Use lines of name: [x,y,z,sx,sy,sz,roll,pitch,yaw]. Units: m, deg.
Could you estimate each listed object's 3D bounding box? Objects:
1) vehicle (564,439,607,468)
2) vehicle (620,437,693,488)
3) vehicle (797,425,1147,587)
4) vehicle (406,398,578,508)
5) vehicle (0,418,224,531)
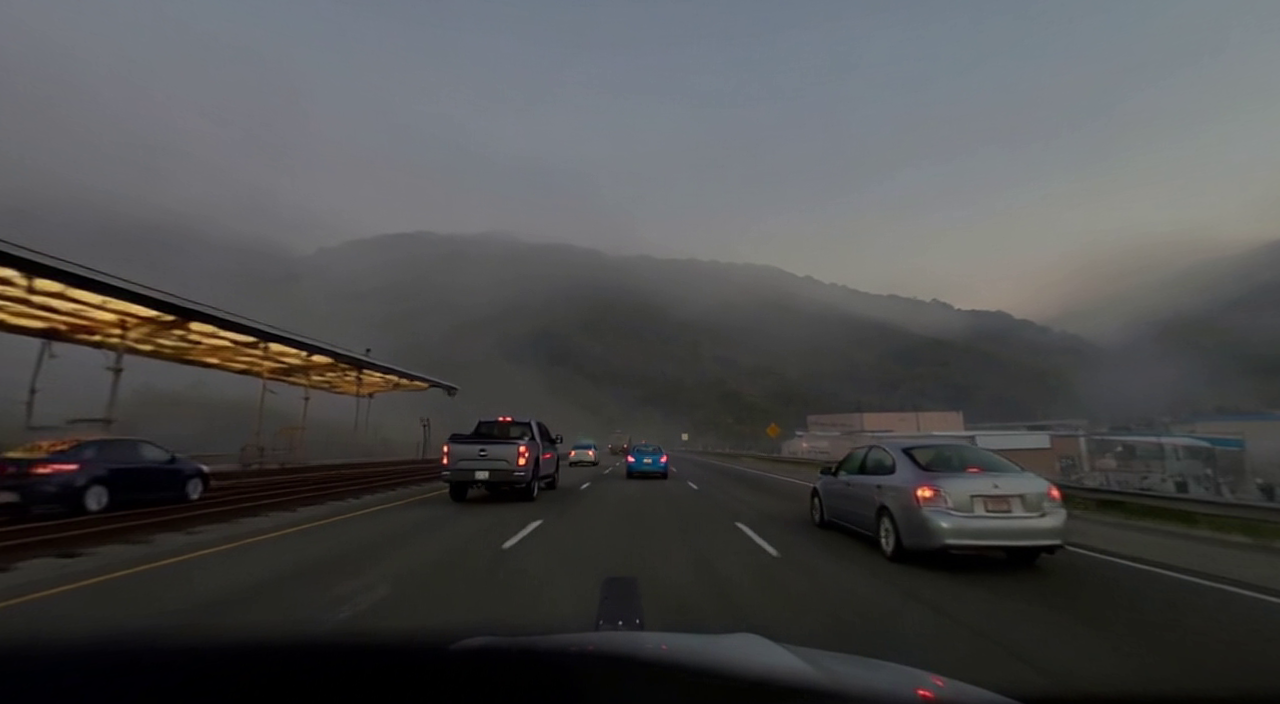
vehicle: [-3.255,6.206,38.716,2.151,1.613,4.786,0,-8,1]
vehicle: [0.459,3.625,20.949,2.171,1.493,4.081,0,-8,-1]
vehicle: [3.751,1.816,8.411,2.023,1.510,4.773,0,-8,-1]
vehicle: [-3.352,2.564,16.290,2.733,2.230,6.820,0,-8,0]
vehicle: [-10.657,2.243,12.114,2.137,1.728,4.665,0,-8,-1]
